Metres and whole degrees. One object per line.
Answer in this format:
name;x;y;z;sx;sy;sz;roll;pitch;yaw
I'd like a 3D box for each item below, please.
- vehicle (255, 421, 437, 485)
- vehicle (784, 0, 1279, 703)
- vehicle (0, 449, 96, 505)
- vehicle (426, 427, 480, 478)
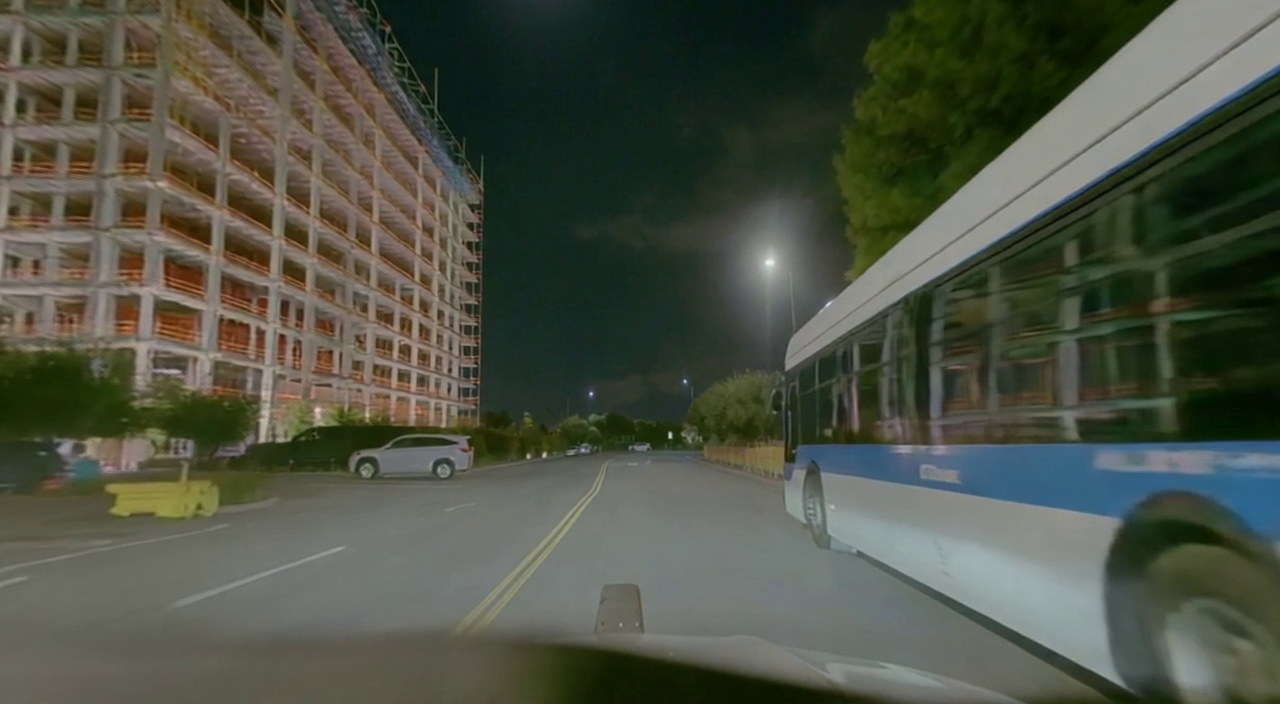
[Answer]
vehicle;-13.513;4.741;29.724;7.067;2.785;2.980;1;-8;-9
vehicle;3.836;0.360;5.087;3.040;3.424;12.508;0;-8;3
vehicle;-18.004;3.504;17.884;1.779;1.471;3.705;0;-8;1
vehicle;-8.069;4.338;27.480;1.515;2.074;2.668;0;-7;-1
